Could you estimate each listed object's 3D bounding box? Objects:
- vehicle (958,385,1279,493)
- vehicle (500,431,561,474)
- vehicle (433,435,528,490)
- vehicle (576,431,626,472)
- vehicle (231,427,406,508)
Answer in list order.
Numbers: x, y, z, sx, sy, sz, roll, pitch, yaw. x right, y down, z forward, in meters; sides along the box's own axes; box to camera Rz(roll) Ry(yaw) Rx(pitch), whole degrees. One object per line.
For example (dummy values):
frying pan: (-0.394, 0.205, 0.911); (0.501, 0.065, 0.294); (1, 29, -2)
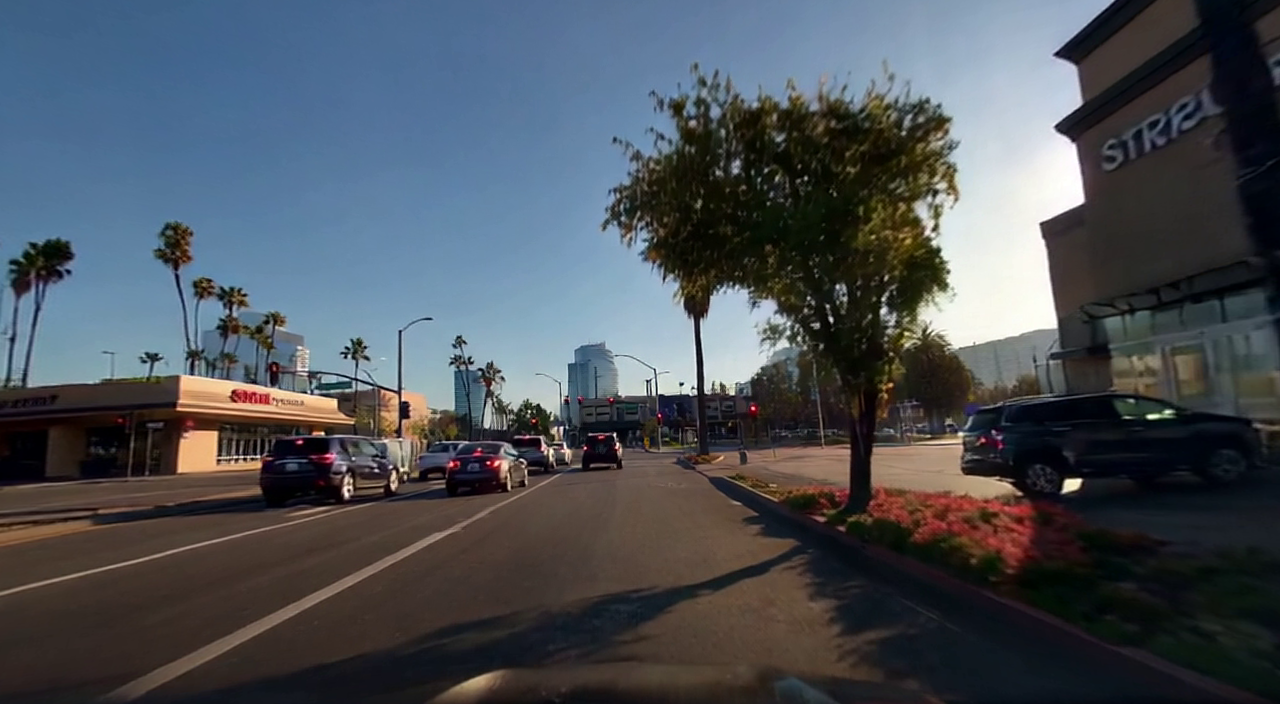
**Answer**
vehicle: (9.504, 1.768, 12.882); (4.774, 1.975, 2.245); (0, -9, -2)
vehicle: (-5.091, 4.789, 30.161); (2.025, 1.862, 4.804); (0, -9, 0)
vehicle: (-5.094, 3.596, 20.864); (1.885, 1.567, 4.775); (0, -9, 0)
vehicle: (-1.741, 4.671, 29.747); (2.153, 1.759, 4.320); (0, -9, -1)
vehicle: (-8.470, 3.097, 17.349); (2.178, 1.864, 5.005); (0, -9, -1)
